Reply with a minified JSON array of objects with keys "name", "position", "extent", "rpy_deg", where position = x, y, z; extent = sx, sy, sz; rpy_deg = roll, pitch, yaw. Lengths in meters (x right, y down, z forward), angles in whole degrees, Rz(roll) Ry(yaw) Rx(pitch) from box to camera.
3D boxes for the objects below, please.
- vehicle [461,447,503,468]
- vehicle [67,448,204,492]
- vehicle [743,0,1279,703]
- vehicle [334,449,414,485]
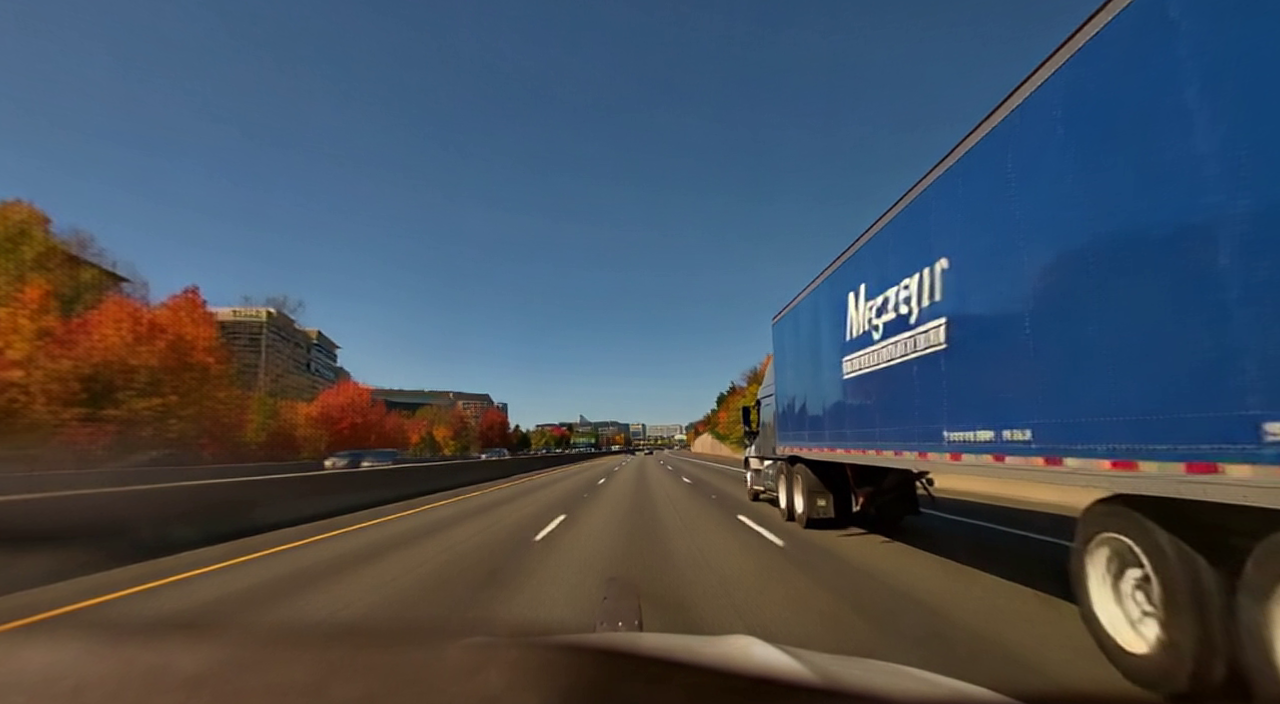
[{"name":"vehicle","position":[-11.759,7.886,46.924],"extent":[1.914,1.511,4.556],"rpy_deg":[0,-9,1]},{"name":"vehicle","position":[-19.959,4.637,25.077],"extent":[1.927,1.580,4.233],"rpy_deg":[0,-9,0]},{"name":"vehicle","position":[4.128,0.430,7.257],"extent":[3.003,3.880,16.814],"rpy_deg":[0,-9,0]},{"name":"vehicle","position":[-11.504,4.967,27.355],"extent":[1.810,1.461,3.796],"rpy_deg":[0,-9,0]}]
